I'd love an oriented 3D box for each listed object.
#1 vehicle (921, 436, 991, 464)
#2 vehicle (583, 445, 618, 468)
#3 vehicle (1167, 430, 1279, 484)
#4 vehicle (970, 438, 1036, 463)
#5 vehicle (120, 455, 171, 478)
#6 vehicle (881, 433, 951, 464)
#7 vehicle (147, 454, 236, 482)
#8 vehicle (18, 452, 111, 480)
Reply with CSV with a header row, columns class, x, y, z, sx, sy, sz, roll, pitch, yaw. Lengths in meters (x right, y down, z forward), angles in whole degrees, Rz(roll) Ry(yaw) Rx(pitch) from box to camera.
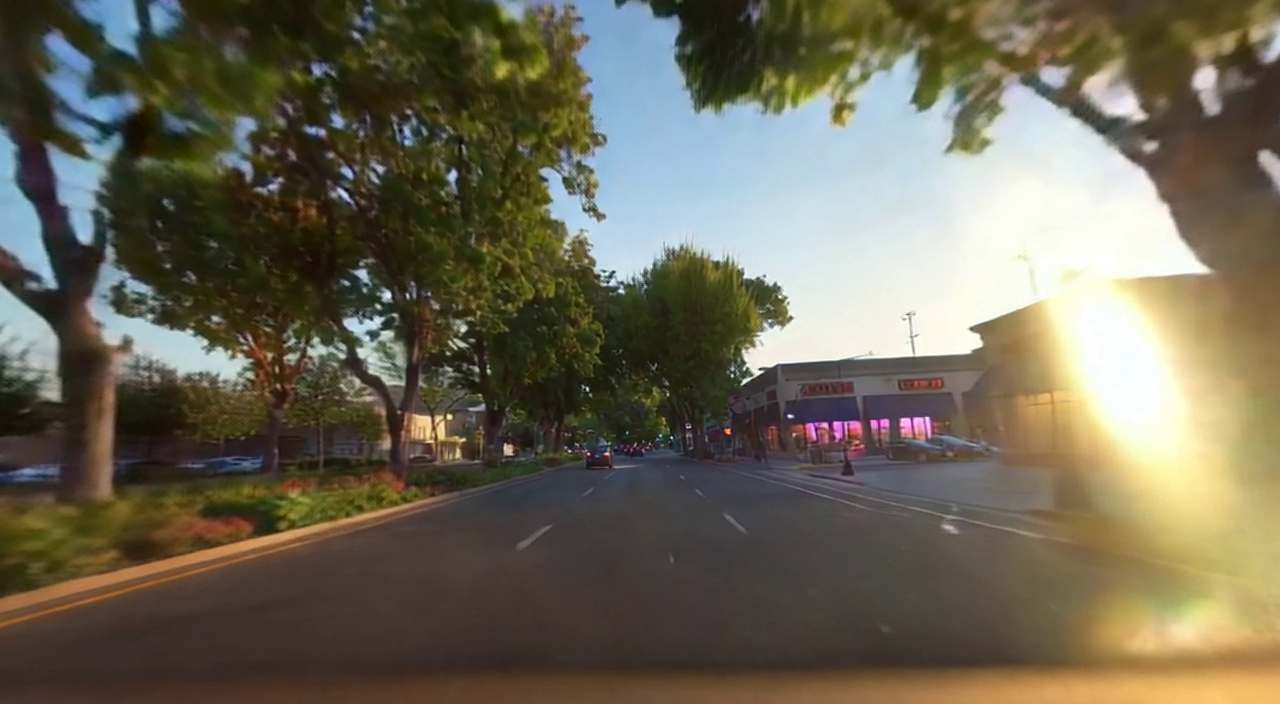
class,x,y,z,sx,sy,sz,roll,pitch,yaw
vehicle,19.892,6.164,39.863,2.074,1.607,4.465,-2,-8,0
vehicle,-2.645,7.112,43.153,2.082,1.460,4.442,0,-9,1
vehicle,17.747,2.927,17.769,4.059,1.422,1.892,0,-9,-1
vehicle,22.772,6.151,39.682,1.828,1.450,3.730,-1,-8,-1
vehicle,-37.220,8.611,47.535,1.856,1.441,4.226,1,-8,-21
vehicle,17.251,6.071,39.724,2.038,1.827,4.870,0,-9,-2
vehicle,-27.457,7.091,38.794,1.910,1.498,4.703,0,-9,2
vehicle,-45.030,8.887,49.529,2.150,1.834,5.472,-2,-8,0
